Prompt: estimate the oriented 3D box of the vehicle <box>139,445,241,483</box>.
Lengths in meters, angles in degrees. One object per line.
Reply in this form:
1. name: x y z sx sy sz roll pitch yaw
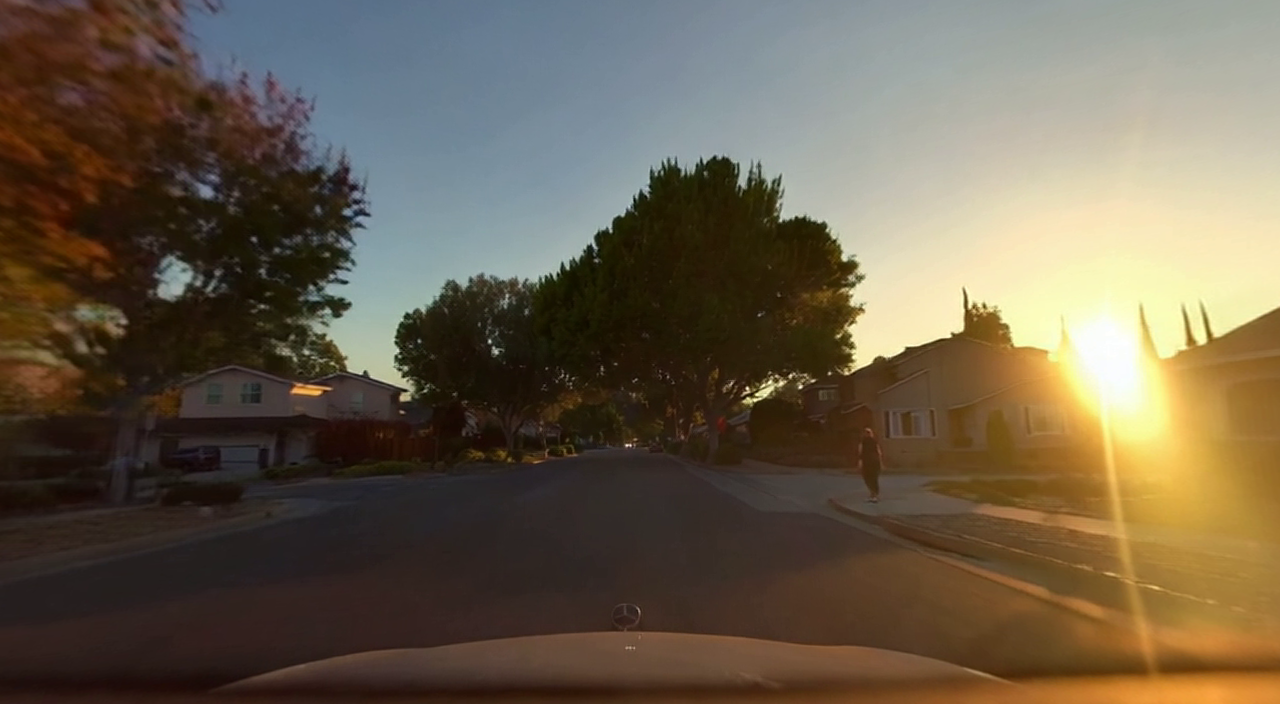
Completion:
1. vehicle: -24.990 6.215 35.348 2.004 1.856 4.934 -4 -9 2
